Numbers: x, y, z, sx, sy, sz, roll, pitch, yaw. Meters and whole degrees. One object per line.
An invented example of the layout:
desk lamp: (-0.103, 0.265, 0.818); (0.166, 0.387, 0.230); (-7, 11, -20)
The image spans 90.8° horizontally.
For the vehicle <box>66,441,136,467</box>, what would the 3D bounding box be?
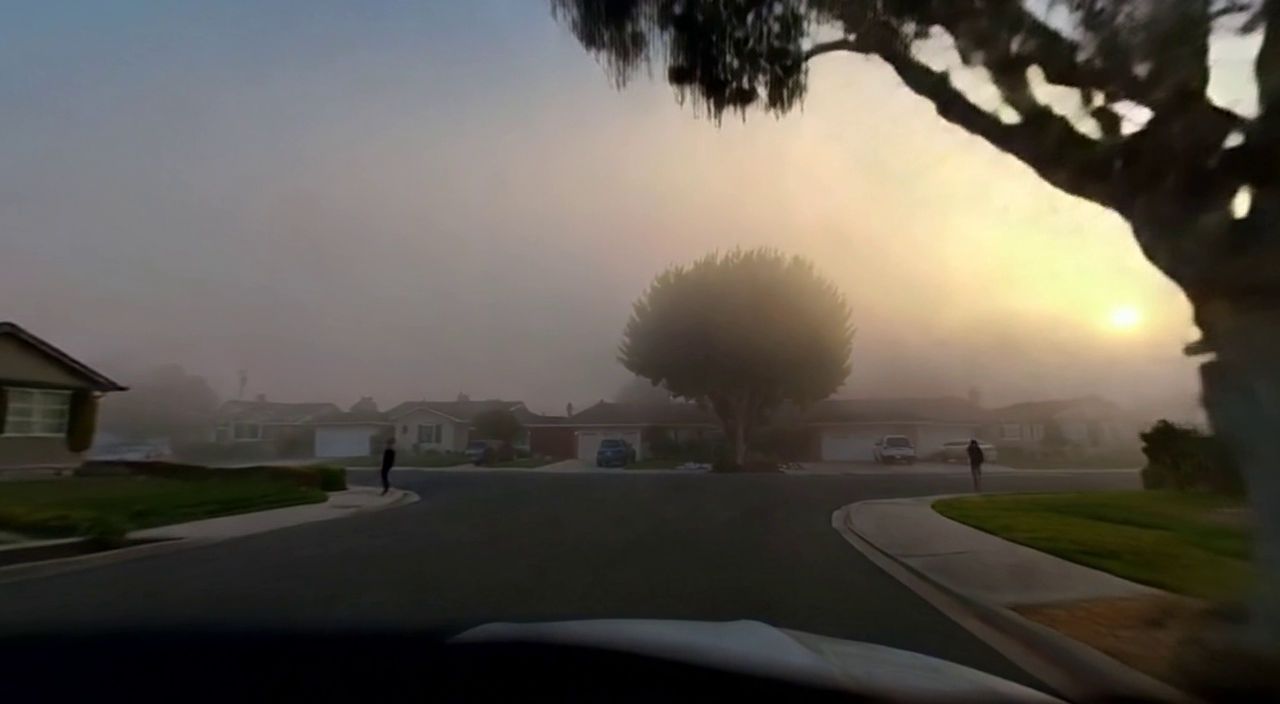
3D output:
vehicle: (-37.485, 7.109, 43.940); (4.105, 1.691, 2.003); (-4, -10, 24)

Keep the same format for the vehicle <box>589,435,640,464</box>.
vehicle: (-1.495, 6.053, 39.174); (1.942, 1.651, 4.655); (-2, -9, 14)

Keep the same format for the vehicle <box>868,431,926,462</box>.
vehicle: (15.245, 5.663, 37.776); (1.937, 1.731, 4.179); (-1, -9, 4)

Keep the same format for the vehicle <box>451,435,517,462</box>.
vehicle: (-10.459, 6.560, 42.695); (1.942, 1.700, 4.478); (-4, -10, 24)

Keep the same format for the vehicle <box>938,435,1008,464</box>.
vehicle: (19.051, 5.633, 36.382); (1.873, 1.556, 4.216); (-1, -9, 3)
